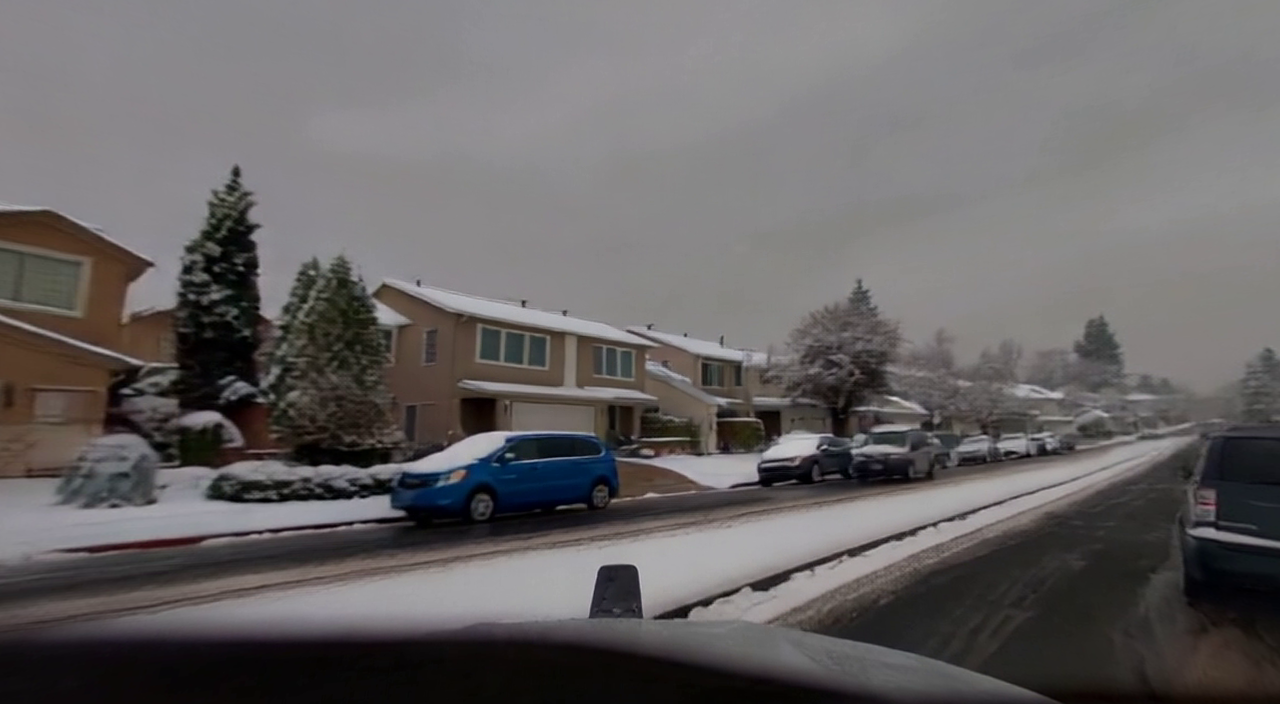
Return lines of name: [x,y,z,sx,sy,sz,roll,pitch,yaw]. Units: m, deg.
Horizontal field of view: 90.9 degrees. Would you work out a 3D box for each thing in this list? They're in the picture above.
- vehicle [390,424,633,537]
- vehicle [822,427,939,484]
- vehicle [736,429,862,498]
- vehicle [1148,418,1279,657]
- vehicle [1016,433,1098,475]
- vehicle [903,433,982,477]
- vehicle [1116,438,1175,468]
vehicle: [-1.966,1.957,10.375,1.798,1.507,3.513,-6,-9,41]
vehicle: [8.211,3.466,21.325,4.428,1.670,1.872,6,-13,-45]
vehicle: [4.435,2.948,17.256,1.828,1.488,3.785,-4,-6,40]
vehicle: [5.764,1.370,5.406,2.008,1.507,4.226,-6,-10,39]
vehicle: [18.190,4.382,27.398,4.255,1.670,1.959,7,-11,-43]
vehicle: [12.207,4.098,25.315,1.734,1.549,3.465,-12,-13,41]
vehicle: [27.587,5.478,34.335,3.849,1.505,1.889,7,-11,-43]
